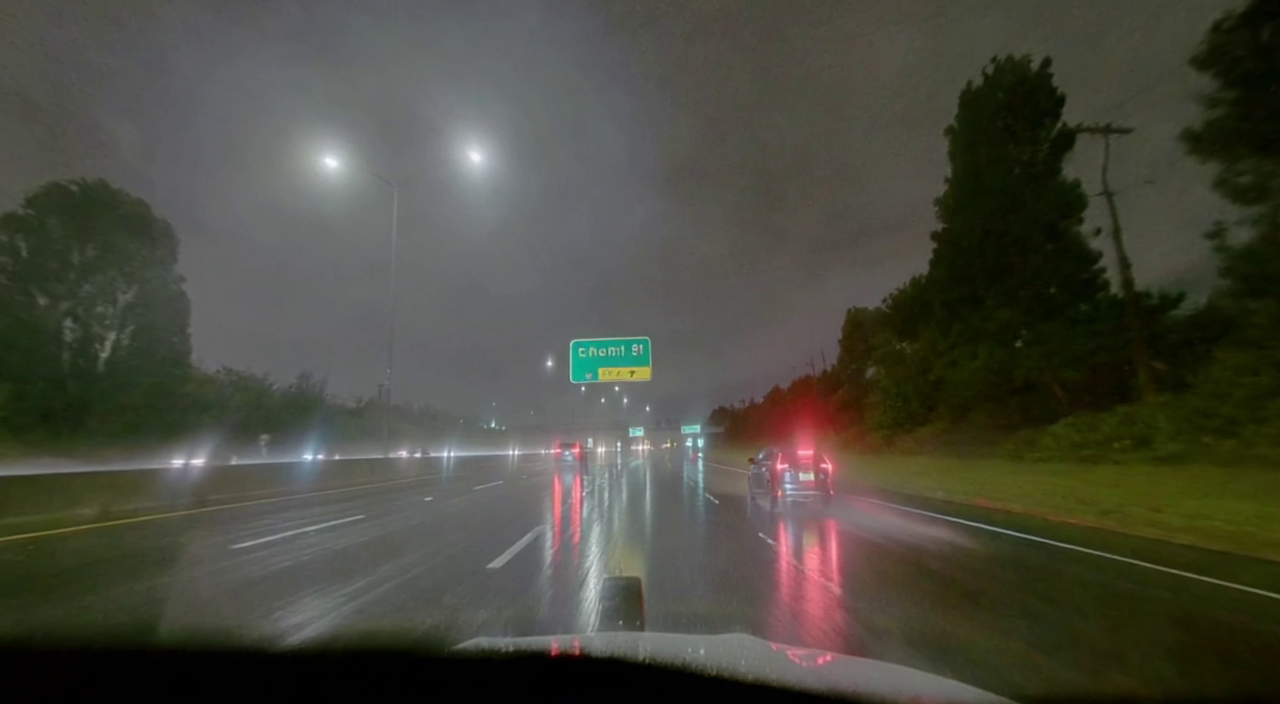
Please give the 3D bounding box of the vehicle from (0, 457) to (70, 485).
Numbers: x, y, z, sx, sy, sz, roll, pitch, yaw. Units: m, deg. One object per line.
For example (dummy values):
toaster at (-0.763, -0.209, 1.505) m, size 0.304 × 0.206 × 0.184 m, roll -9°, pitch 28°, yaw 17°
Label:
vehicle at (-40.207, 7.675, 40.897) m, size 1.937 × 1.636 × 4.683 m, roll 0°, pitch -9°, yaw 0°

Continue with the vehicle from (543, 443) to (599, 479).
vehicle at (-3.176, 5.120, 29.789) m, size 2.072 × 1.545 × 4.687 m, roll 0°, pitch -9°, yaw 0°

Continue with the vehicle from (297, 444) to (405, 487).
vehicle at (-11.154, 4.400, 24.722) m, size 1.919 × 1.497 × 4.765 m, roll 0°, pitch -9°, yaw 1°

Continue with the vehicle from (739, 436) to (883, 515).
vehicle at (3.679, 2.747, 14.489) m, size 2.079 × 1.535 × 4.316 m, roll 0°, pitch -9°, yaw 0°
